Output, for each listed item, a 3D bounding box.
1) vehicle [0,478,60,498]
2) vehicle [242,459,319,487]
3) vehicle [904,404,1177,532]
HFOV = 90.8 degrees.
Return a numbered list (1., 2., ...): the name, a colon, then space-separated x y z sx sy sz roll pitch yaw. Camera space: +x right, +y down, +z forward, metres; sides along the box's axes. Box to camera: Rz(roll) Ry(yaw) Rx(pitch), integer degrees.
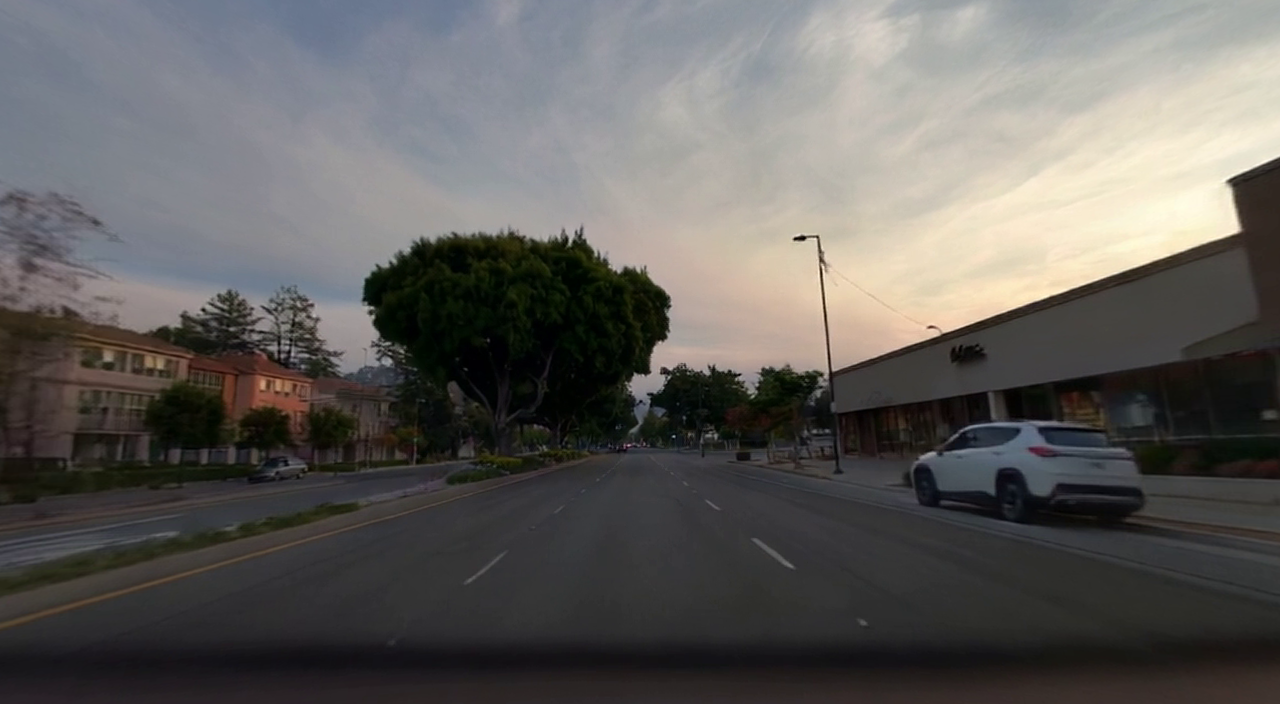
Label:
1. vehicle: -31.006 6.847 31.899 0.407 0.823 3.474 1 -9 -5
2. vehicle: -22.208 7.441 39.308 1.164 1.469 6.173 0 -9 0
3. vehicle: 7.041 2.097 11.935 1.954 1.907 4.736 0 -9 -1
